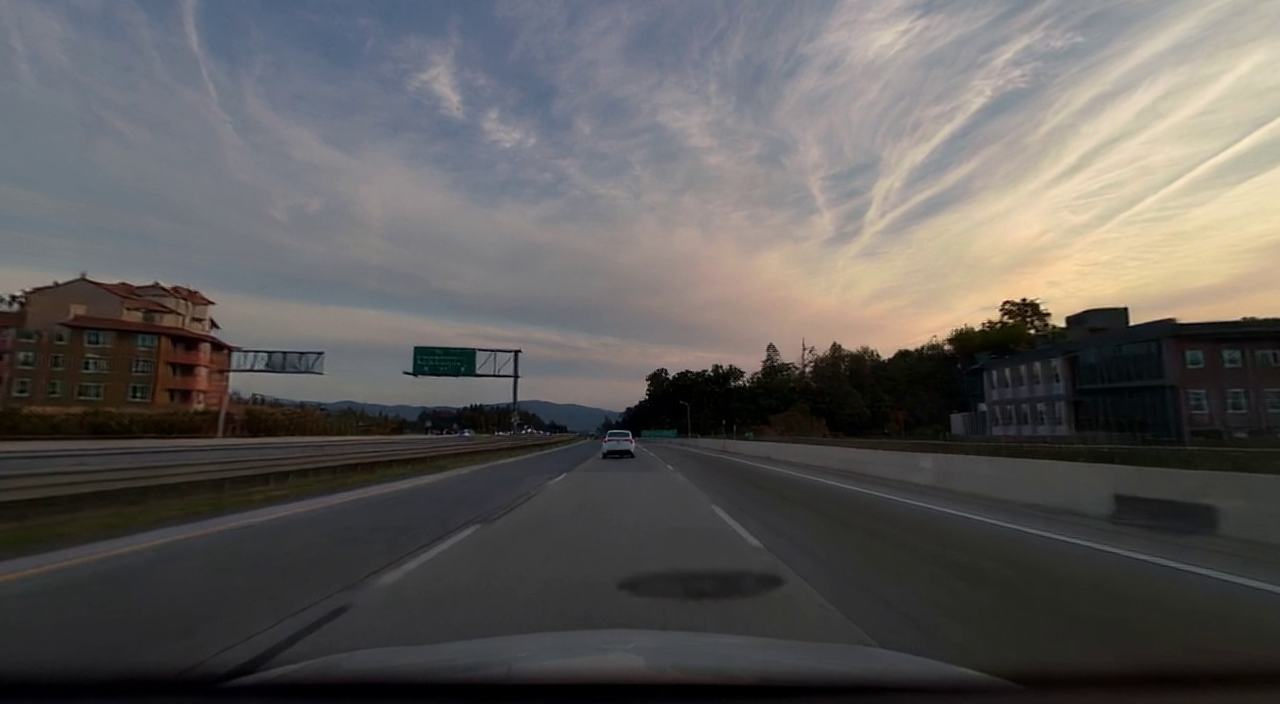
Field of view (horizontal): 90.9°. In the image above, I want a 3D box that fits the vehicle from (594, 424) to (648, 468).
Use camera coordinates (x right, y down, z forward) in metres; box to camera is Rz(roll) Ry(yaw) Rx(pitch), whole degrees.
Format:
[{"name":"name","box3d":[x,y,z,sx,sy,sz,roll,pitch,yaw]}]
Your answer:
[{"name":"vehicle","box3d":[-0.771,3.795,25.703,2.020,1.633,3.942,0,-8,-2]}]
